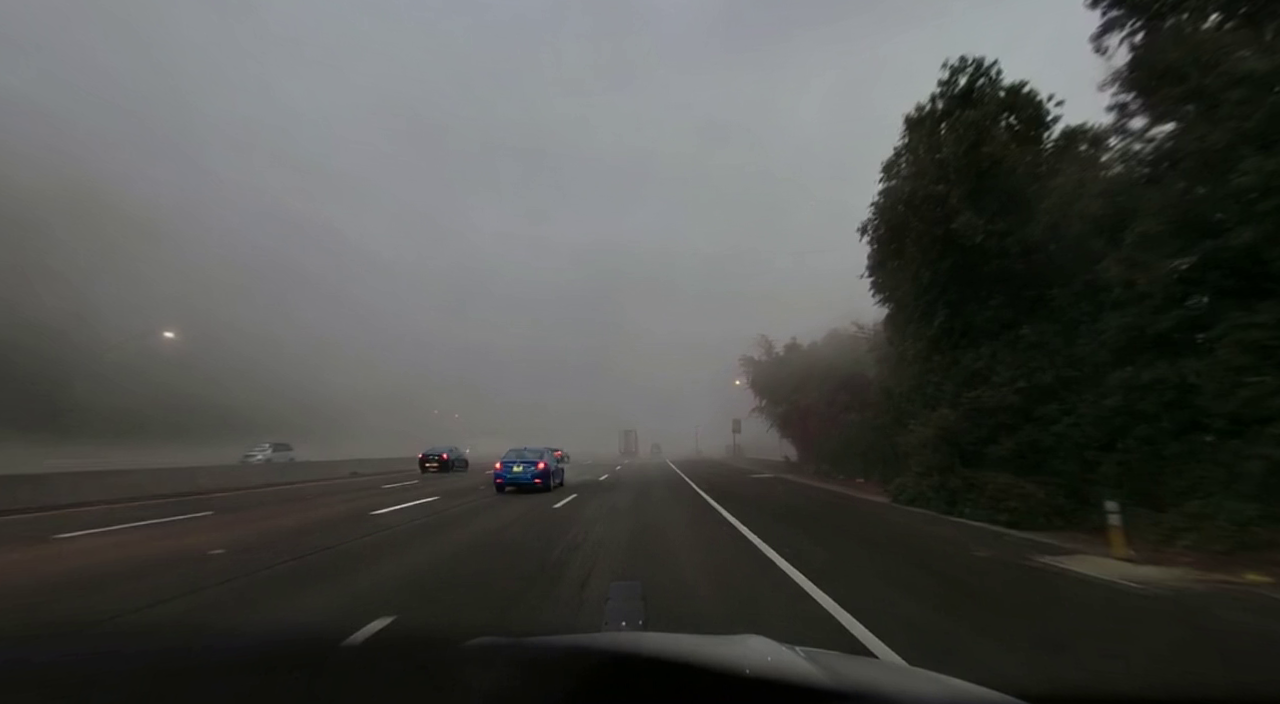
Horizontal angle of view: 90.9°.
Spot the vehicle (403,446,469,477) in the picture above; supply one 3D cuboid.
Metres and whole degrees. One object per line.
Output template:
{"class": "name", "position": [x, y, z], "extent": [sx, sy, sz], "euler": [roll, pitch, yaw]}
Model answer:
{"class": "vehicle", "position": [-10.628, 5.703, 33.252], "extent": [1.888, 1.481, 4.477], "euler": [-1, -8, 2]}

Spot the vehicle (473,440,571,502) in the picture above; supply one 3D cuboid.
{"class": "vehicle", "position": [-3.151, 3.235, 17.577], "extent": [1.953, 1.511, 3.704], "euler": [0, -8, 1]}
